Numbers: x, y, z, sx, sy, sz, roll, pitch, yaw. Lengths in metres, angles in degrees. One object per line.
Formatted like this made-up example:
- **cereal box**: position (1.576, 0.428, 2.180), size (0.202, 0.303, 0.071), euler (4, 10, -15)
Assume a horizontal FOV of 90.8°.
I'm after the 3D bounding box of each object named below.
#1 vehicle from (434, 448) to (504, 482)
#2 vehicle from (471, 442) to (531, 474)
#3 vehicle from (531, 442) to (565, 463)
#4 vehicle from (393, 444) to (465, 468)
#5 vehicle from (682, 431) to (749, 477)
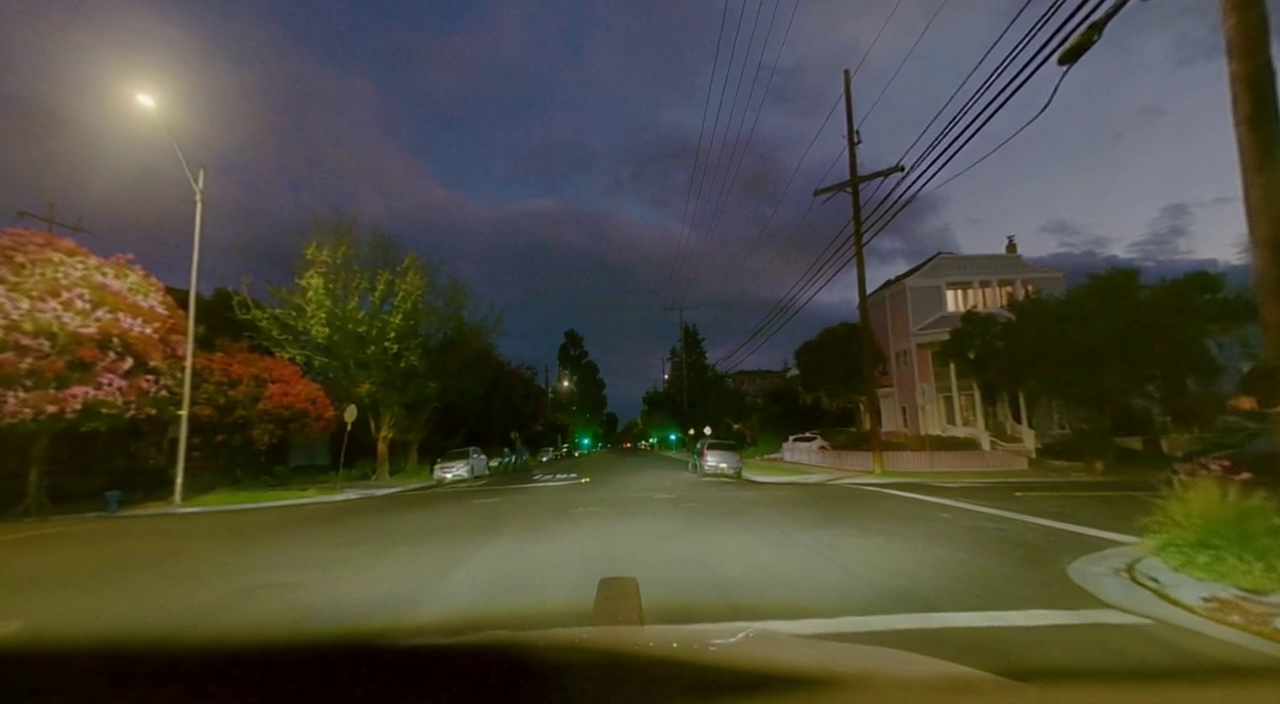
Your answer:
- **vehicle**: position (-7.289, 4.835, 27.329), size (1.926, 1.307, 3.909), euler (0, -9, 0)
- **vehicle**: position (-7.149, 5.493, 32.925), size (1.957, 1.549, 4.527), euler (0, -8, 2)
- **vehicle**: position (-7.134, 7.822, 49.178), size (1.914, 1.508, 4.653), euler (0, -8, 0)
- **vehicle**: position (-13.484, 6.661, 40.585), size (3.905, 1.480, 1.892), euler (0, -9, 0)
- **vehicle**: position (3.004, 4.203, 26.128), size (2.114, 1.708, 4.474), euler (0, -9, -1)
